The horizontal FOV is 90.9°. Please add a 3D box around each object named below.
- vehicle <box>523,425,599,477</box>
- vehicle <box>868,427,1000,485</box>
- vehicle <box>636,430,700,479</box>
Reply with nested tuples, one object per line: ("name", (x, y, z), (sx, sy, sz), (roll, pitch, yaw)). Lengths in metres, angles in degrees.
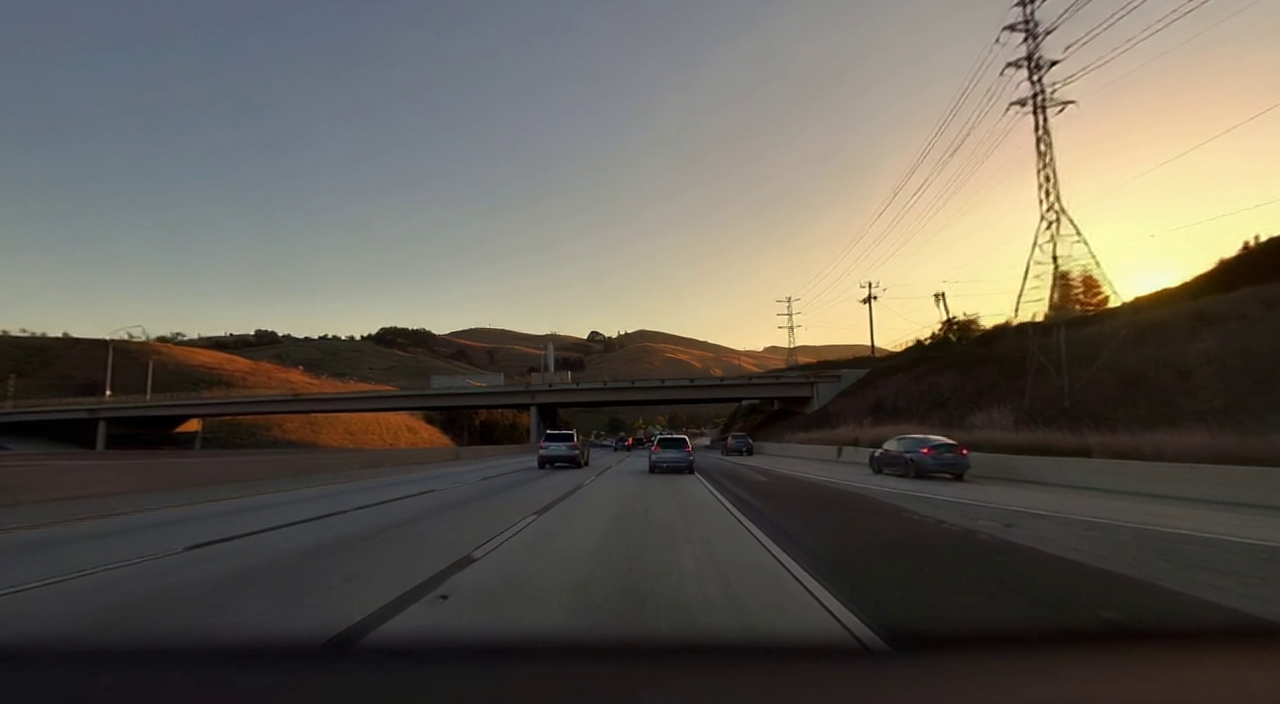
("vehicle", (-3.008, 3.926, 25.143), (2.228, 1.845, 4.847), (-1, -8, 2))
("vehicle", (10.971, 3.912, 24.057), (2.059, 1.938, 4.793), (1, -9, -10))
("vehicle", (0.958, 3.859, 23.918), (2.193, 1.651, 3.946), (0, -8, 0))
